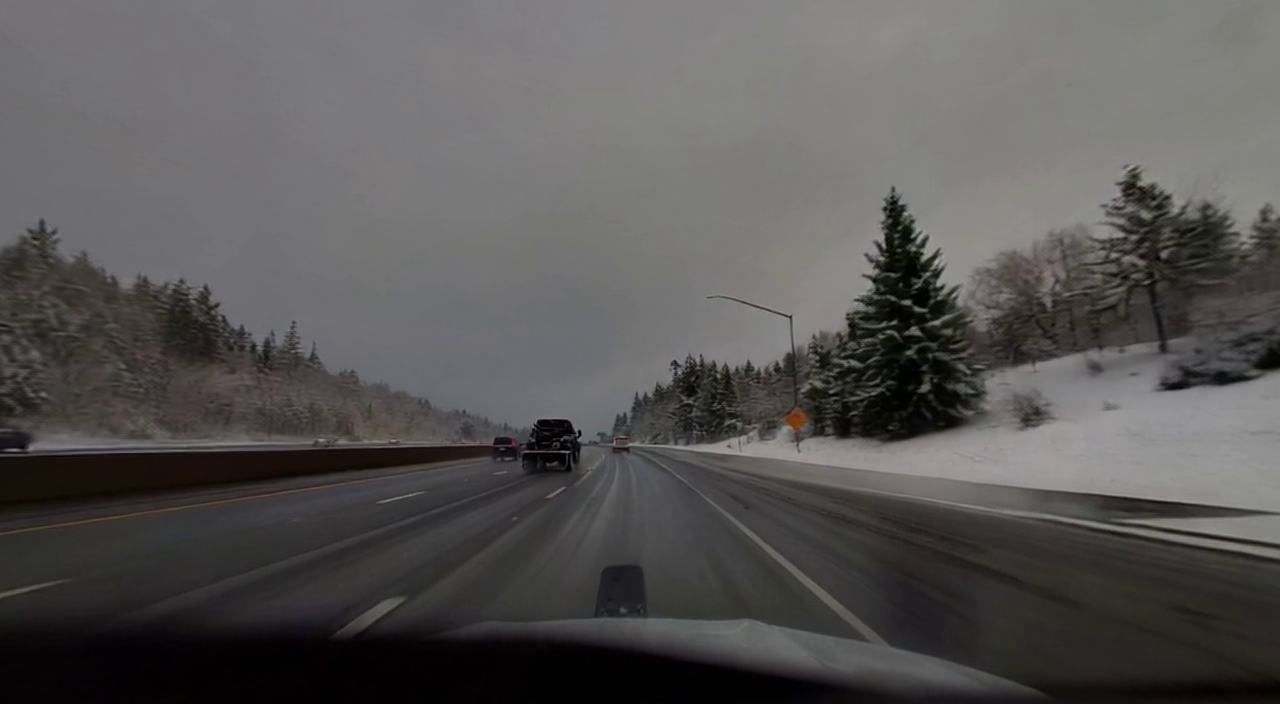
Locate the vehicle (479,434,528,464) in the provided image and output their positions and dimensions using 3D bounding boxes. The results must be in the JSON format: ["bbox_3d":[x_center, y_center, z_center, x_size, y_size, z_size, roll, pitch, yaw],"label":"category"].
[{"bbox_3d":[-8.423,6.072,39.232,2.078,1.729,4.722,0,-8,-1],"label":"vehicle"}]

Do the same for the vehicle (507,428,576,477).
[{"bbox_3d":[-3.739,3.902,24.517,2.194,1.766,3.720,0,-8,-2],"label":"vehicle"}]
